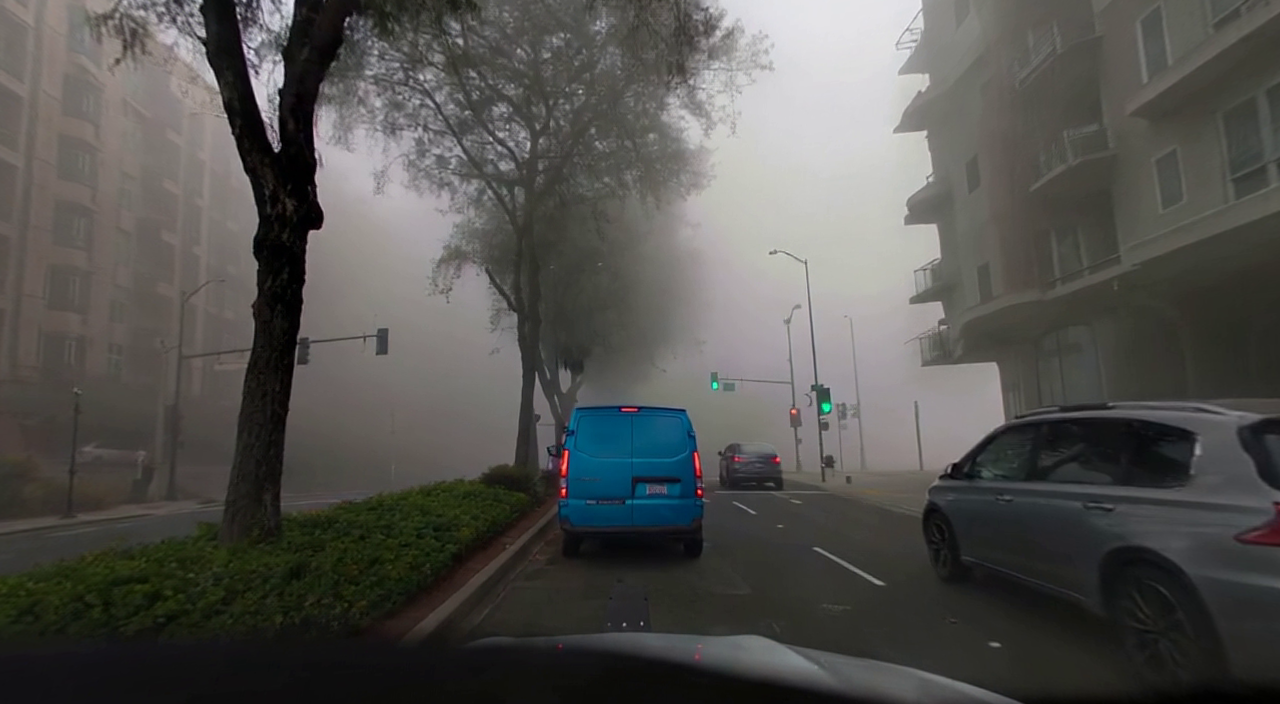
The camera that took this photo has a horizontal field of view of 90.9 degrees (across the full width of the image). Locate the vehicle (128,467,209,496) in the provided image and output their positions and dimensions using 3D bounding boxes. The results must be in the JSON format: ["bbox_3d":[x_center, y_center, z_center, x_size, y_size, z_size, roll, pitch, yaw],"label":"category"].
[{"bbox_3d":[-33.207,9.127,44.500,4.292,1.492,1.772,-6,-14,-1],"label":"vehicle"}]

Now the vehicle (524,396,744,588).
[{"bbox_3d":[-0.043,1.666,8.274,2.101,1.828,4.270,0,-9,0],"label":"vehicle"}]

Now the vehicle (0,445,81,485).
[{"bbox_3d":[-43.375,8.050,44.896,4.828,2.159,2.127,-4,-14,-11],"label":"vehicle"}]

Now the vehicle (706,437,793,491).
[{"bbox_3d":[3.709,3.879,22.270,2.061,1.676,4.734,0,-9,-2],"label":"vehicle"}]

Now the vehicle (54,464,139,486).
[{"bbox_3d":[-38.396,8.690,44.610,4.396,1.458,1.809,-1,-9,2],"label":"vehicle"}]

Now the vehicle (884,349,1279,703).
[{"bbox_3d":[3.788,1.157,4.779,2.157,1.748,4.130,0,-9,-1],"label":"vehicle"}]
